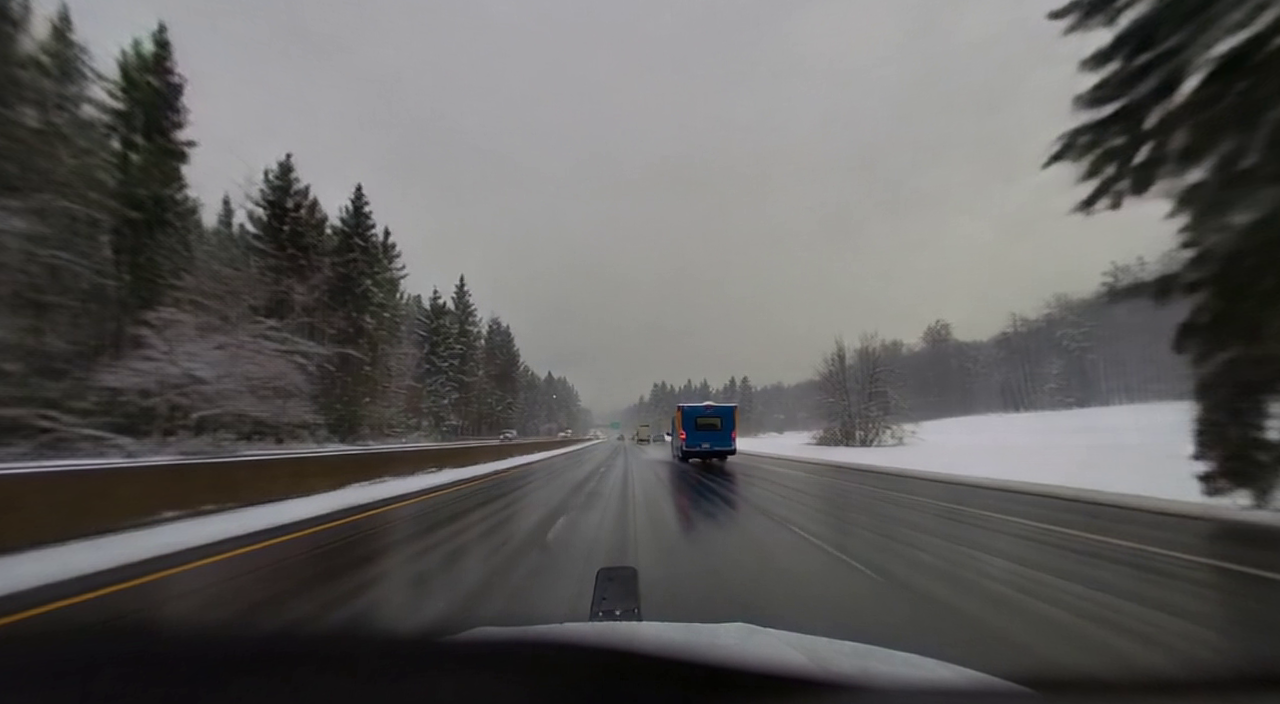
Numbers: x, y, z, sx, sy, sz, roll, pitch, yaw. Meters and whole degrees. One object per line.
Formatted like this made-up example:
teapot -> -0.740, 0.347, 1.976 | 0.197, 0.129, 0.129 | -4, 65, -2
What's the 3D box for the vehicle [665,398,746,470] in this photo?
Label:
vehicle -> 2.777, 3.771, 28.853 | 2.815, 2.876, 7.101 | 0, -8, -1
